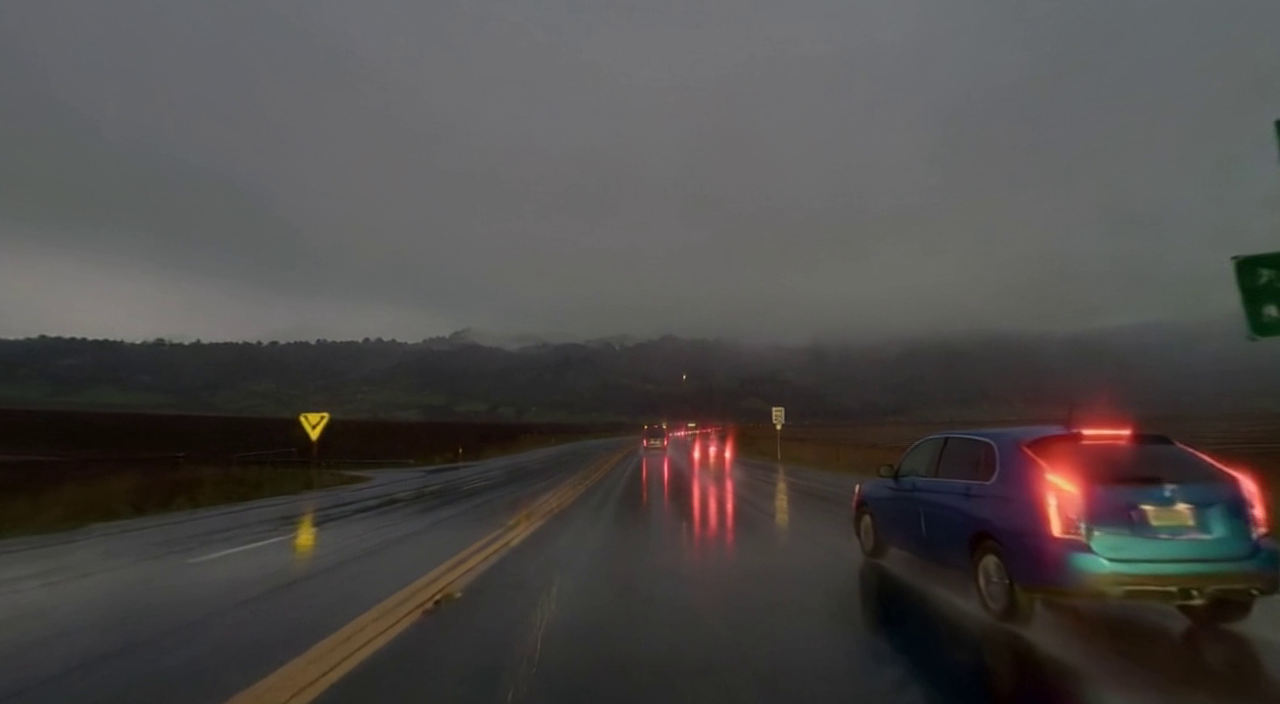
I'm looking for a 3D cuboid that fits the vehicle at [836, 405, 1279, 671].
[{"bbox_3d":[3.434,1.376,5.722,2.007,1.534,3.976,0,-8,0],"label":"vehicle"}]

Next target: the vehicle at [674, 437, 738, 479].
[{"bbox_3d":[2.564,4.243,25.539,2.026,1.531,4.273,0,-8,-2],"label":"vehicle"}]
